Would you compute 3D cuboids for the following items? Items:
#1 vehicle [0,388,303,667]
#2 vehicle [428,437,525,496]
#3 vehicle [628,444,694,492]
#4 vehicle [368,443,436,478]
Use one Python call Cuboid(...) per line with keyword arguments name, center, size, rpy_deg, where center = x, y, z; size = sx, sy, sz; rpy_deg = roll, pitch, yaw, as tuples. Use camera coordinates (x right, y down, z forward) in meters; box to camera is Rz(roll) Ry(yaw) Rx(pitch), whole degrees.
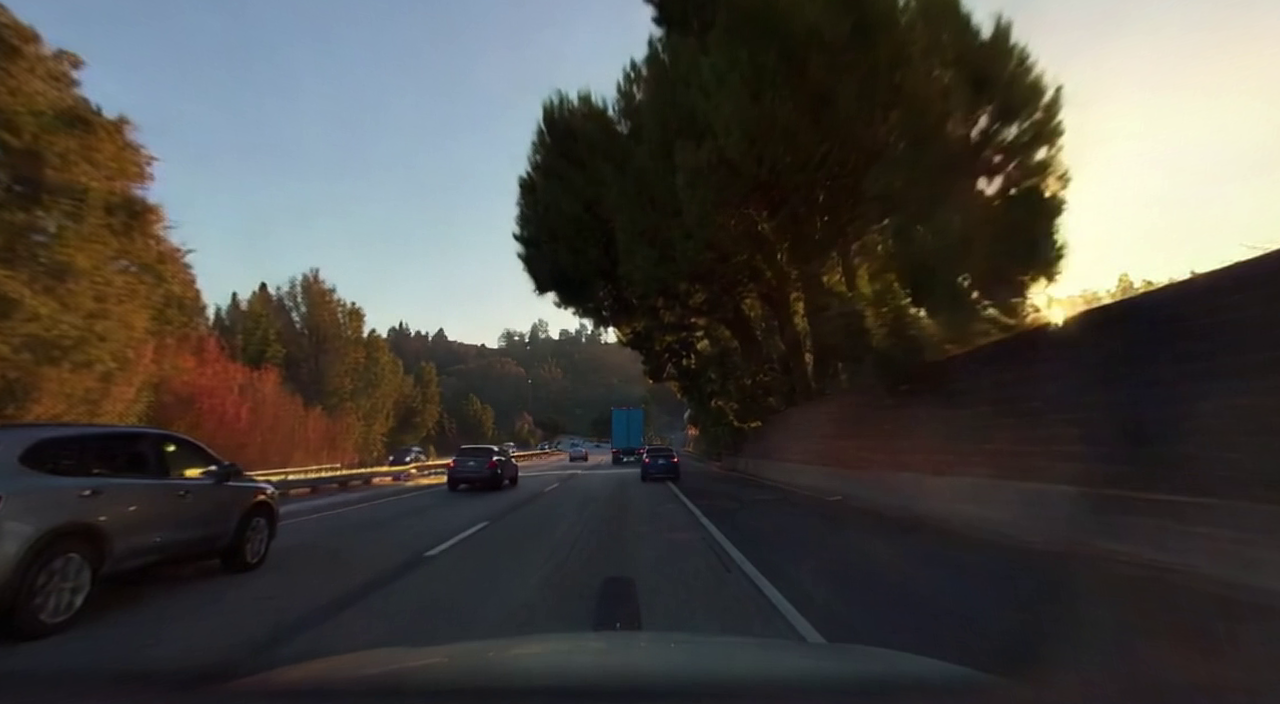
Cuboid(name="vehicle", center=(-4.951, 1.276, 5.120), size=(2.100, 1.671, 4.105), rpy_deg=(0, -9, -1))
Cuboid(name="vehicle", center=(-5.088, 3.621, 20.105), size=(2.035, 1.664, 4.064), rpy_deg=(0, -9, 0))
Cuboid(name="vehicle", center=(0.608, 3.927, 21.554), size=(2.026, 1.489, 4.045), rpy_deg=(0, -9, -2))
Cuboid(name="vehicle", center=(-14.031, 6.406, 37.262), size=(2.108, 1.901, 4.970), rpy_deg=(0, -9, -1))
